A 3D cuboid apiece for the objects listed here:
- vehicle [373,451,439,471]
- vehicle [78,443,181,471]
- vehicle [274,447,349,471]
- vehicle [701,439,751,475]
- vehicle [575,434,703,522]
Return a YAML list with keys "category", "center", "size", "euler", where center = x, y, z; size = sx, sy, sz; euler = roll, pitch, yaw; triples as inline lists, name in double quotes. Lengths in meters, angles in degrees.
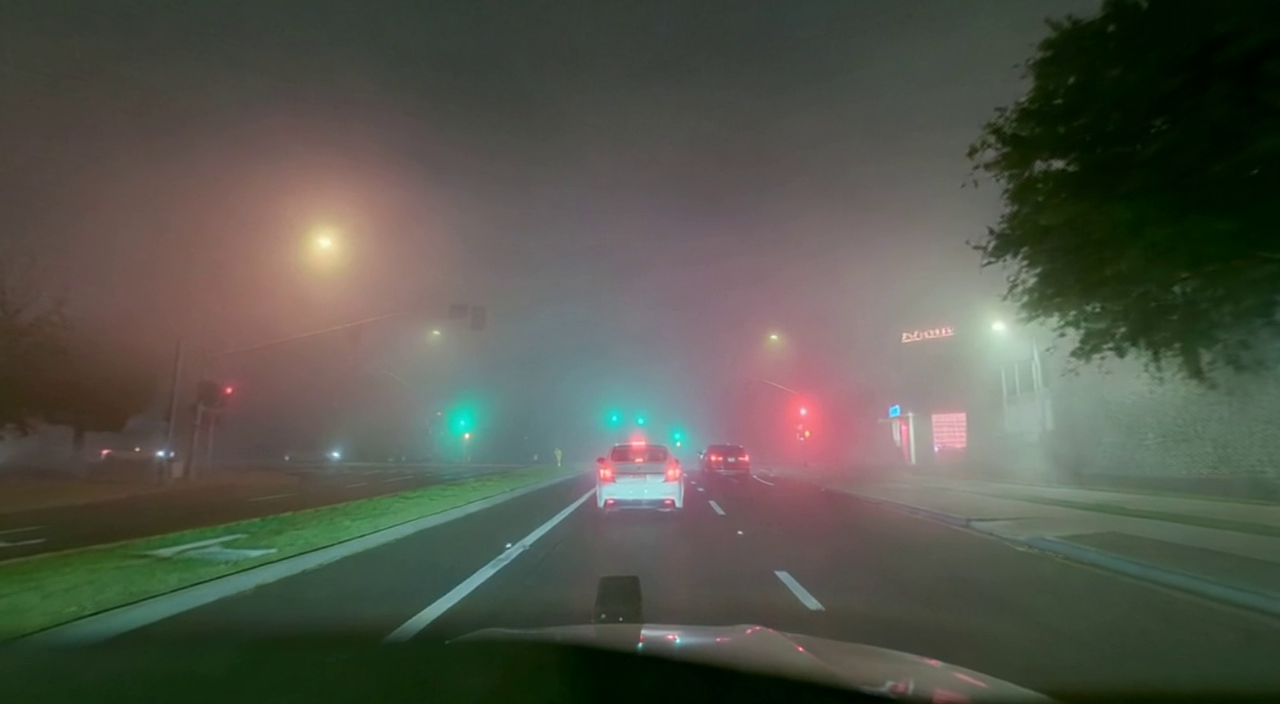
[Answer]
- category: "vehicle"
  center: [-18.228, 8.515, 49.316]
  size: [4.548, 1.449, 1.802]
  euler: [2, -9, -11]
- category: "vehicle"
  center: [-34.161, 7.021, 42.377]
  size: [4.877, 1.754, 1.978]
  euler: [1, -9, -10]
- category: "vehicle"
  center: [-24.842, 8.095, 47.909]
  size: [4.575, 1.718, 2.008]
  euler: [2, -9, -10]
- category: "vehicle"
  center: [4.722, 5.820, 35.351]
  size: [2.092, 1.851, 4.913]
  euler: [0, -8, 0]
- category: "vehicle"
  center: [0.042, 2.462, 12.901]
  size: [2.173, 1.479, 4.264]
  euler: [0, -8, 2]
